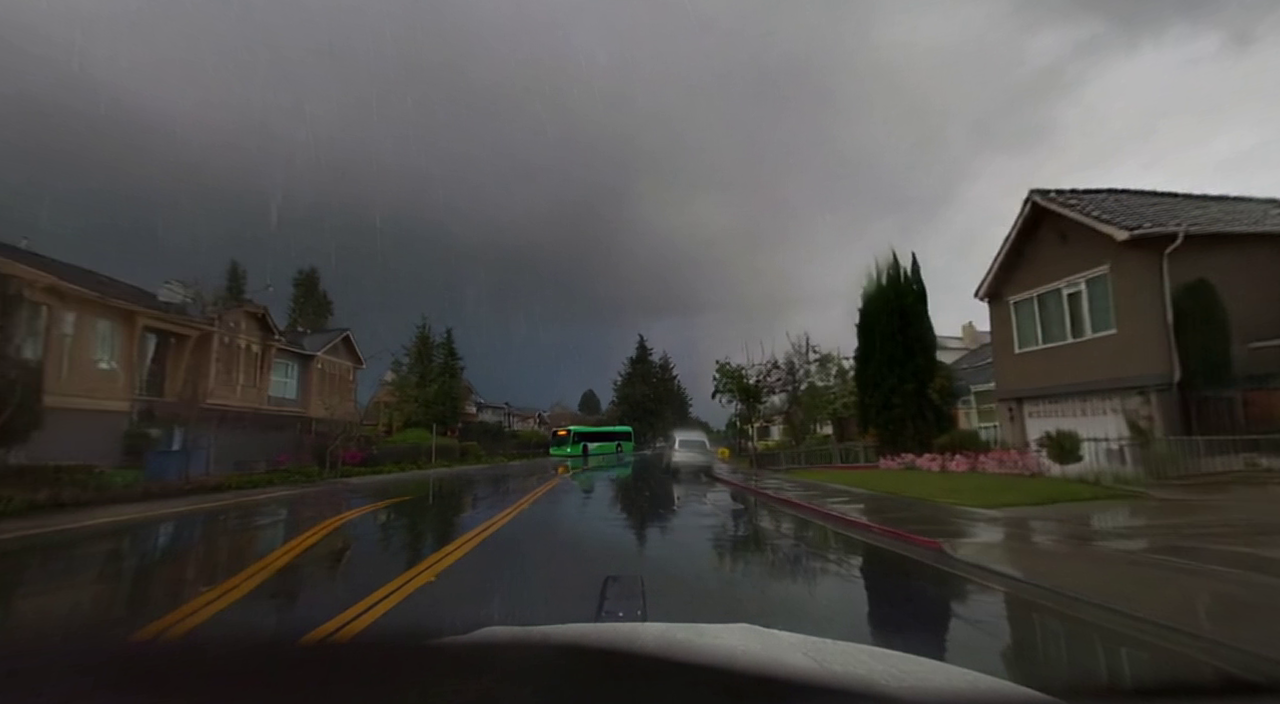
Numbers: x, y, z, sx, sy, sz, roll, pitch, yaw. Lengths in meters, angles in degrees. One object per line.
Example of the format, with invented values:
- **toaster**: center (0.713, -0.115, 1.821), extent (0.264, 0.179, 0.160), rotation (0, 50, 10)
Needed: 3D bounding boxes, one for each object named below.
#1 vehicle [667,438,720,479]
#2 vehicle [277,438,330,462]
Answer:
- **vehicle**: center (2.177, 4.477, 26.762), extent (1.984, 1.601, 3.994), rotation (0, -9, 1)
- **vehicle**: center (-26.000, 7.602, 49.033), extent (2.006, 1.766, 4.685), rotation (1, -9, -7)
